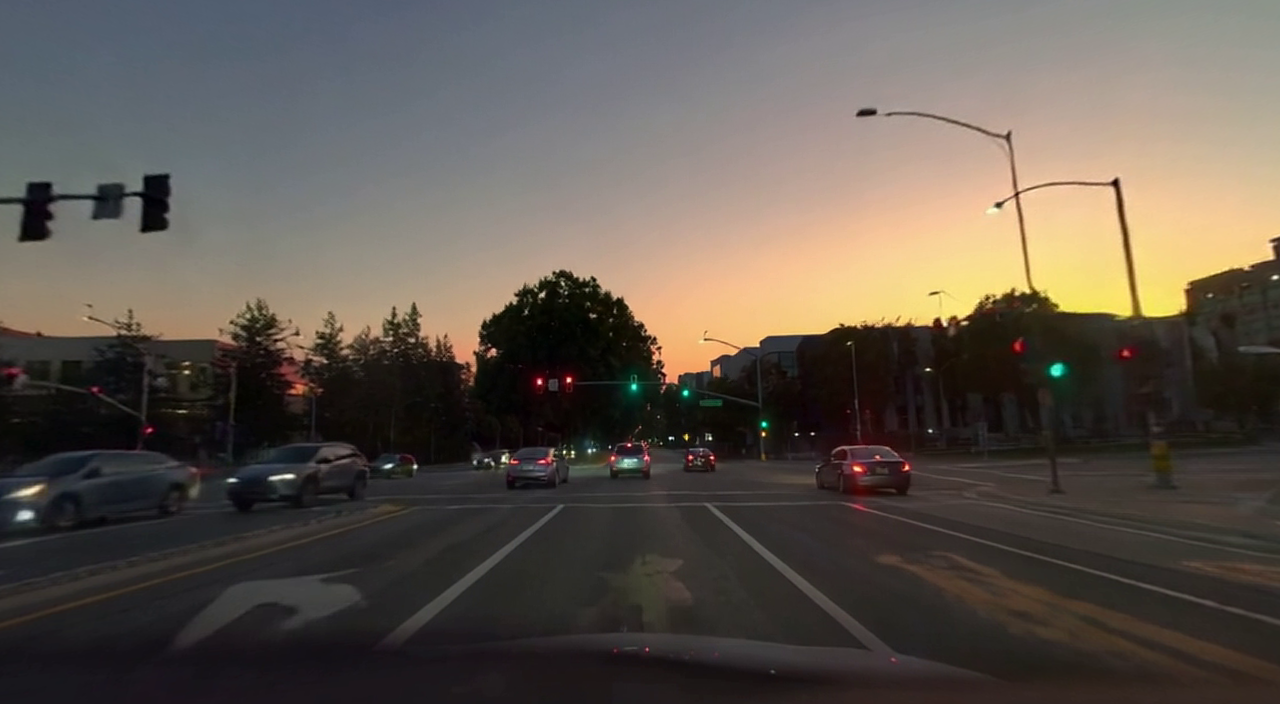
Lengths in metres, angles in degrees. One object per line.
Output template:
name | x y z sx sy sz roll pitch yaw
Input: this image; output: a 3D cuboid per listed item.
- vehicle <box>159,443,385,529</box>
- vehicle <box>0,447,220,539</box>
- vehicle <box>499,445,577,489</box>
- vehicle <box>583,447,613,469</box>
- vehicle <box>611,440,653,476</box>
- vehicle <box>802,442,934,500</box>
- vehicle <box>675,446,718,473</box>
vehicle | -7.404 2.696 13.433 2.013 1.488 4.596 0 -8 0
vehicle | -10.947 2.661 12.633 2.047 1.479 4.228 0 -8 2
vehicle | -3.732 4.279 23.953 2.163 1.474 4.413 0 -8 1
vehicle | -3.117 7.938 47.499 2.002 1.502 4.057 0 -8 -1
vehicle | -0.383 5.349 32.149 2.008 1.716 4.125 0 -8 0
vehicle | 6.411 3.367 18.414 2.028 1.451 4.625 0 -8 -1
vehicle | 3.252 6.243 36.988 2.014 1.430 4.103 0 -8 -2
